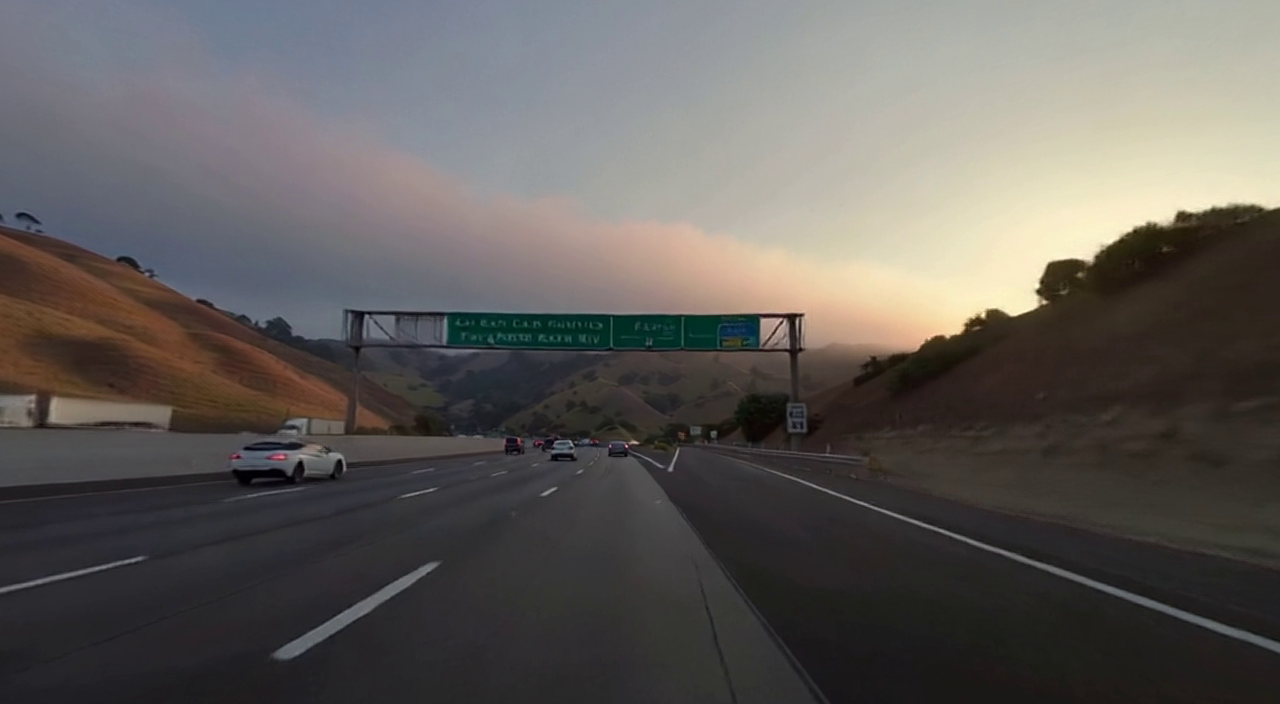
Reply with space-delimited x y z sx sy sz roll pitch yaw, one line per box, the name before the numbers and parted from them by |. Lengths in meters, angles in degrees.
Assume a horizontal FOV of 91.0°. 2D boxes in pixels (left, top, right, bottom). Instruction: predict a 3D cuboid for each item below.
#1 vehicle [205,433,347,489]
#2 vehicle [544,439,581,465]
vehicle | -11.783 3.550 20.819 2.047 1.645 4.451 0 -8 -1
vehicle | -5.142 6.691 42.210 2.060 1.631 4.214 0 -9 -1
